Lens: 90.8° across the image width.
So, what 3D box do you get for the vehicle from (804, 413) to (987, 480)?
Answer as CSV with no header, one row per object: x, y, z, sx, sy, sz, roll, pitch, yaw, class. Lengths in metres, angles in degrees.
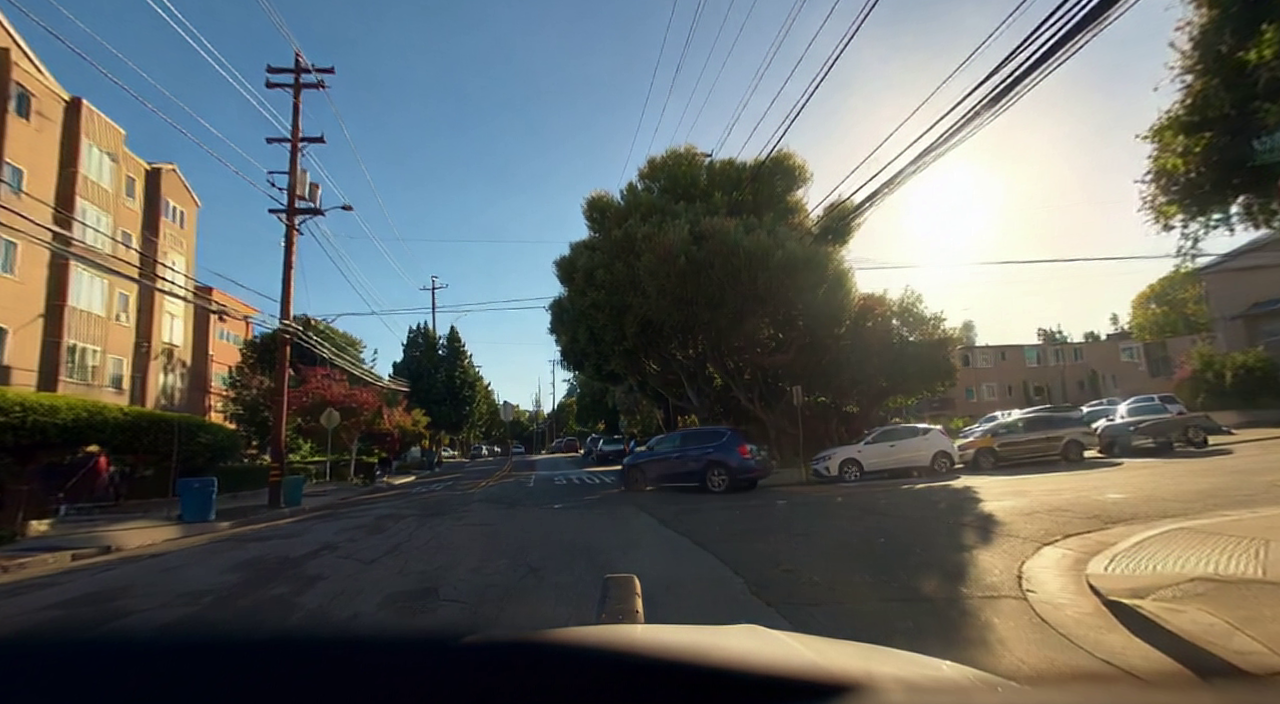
7.907,2.979,19.775,4.877,1.755,1.918,-1,-11,-11,vehicle

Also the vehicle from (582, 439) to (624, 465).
-2.328,6.158,38.874,1.918,1.475,4.060,2,-9,-12,vehicle

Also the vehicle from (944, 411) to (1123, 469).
12.915,2.913,20.861,4.830,1.490,1.878,-2,-11,-11,vehicle

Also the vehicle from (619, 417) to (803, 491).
1.983,2.932,18.331,4.790,1.872,2.155,-6,-10,33,vehicle
